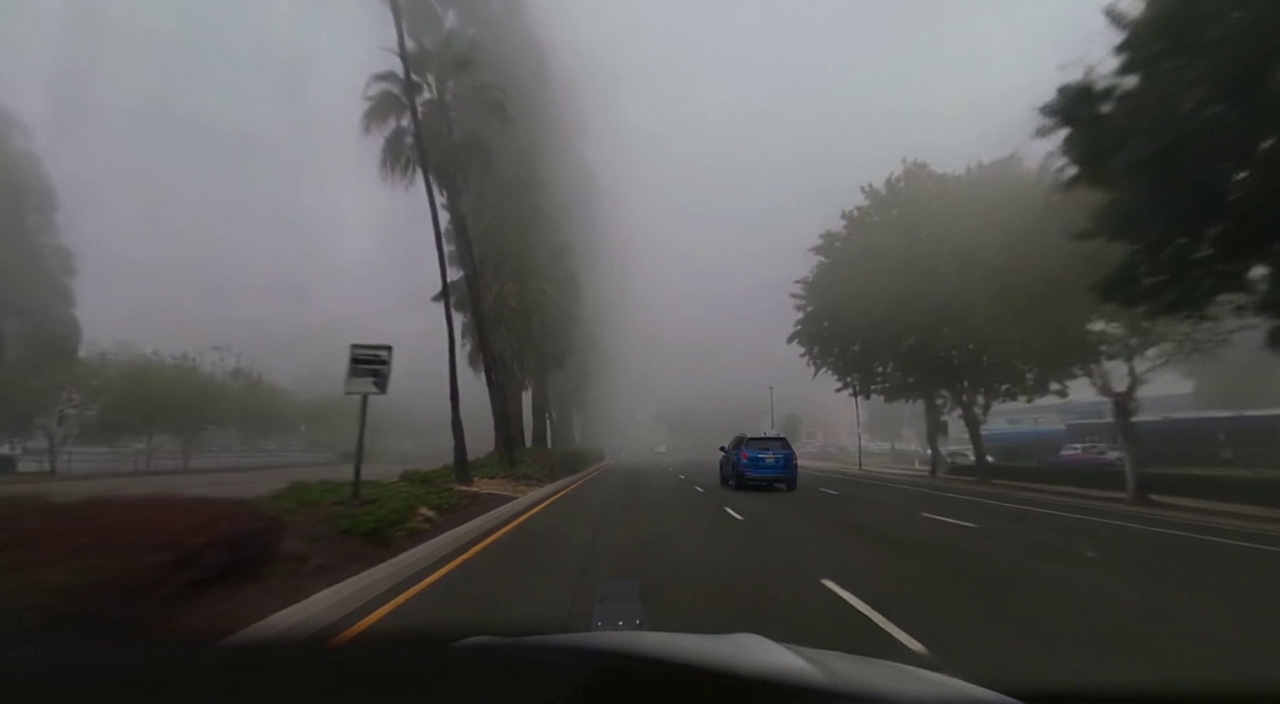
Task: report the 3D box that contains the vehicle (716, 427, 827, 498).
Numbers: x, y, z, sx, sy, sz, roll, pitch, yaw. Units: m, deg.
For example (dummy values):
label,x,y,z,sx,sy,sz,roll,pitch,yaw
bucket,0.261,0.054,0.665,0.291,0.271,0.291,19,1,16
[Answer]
label,x,y,z,sx,sy,sz,roll,pitch,yaw
vehicle,3.457,3.009,17.537,2.072,1.696,4.177,0,-8,-1
